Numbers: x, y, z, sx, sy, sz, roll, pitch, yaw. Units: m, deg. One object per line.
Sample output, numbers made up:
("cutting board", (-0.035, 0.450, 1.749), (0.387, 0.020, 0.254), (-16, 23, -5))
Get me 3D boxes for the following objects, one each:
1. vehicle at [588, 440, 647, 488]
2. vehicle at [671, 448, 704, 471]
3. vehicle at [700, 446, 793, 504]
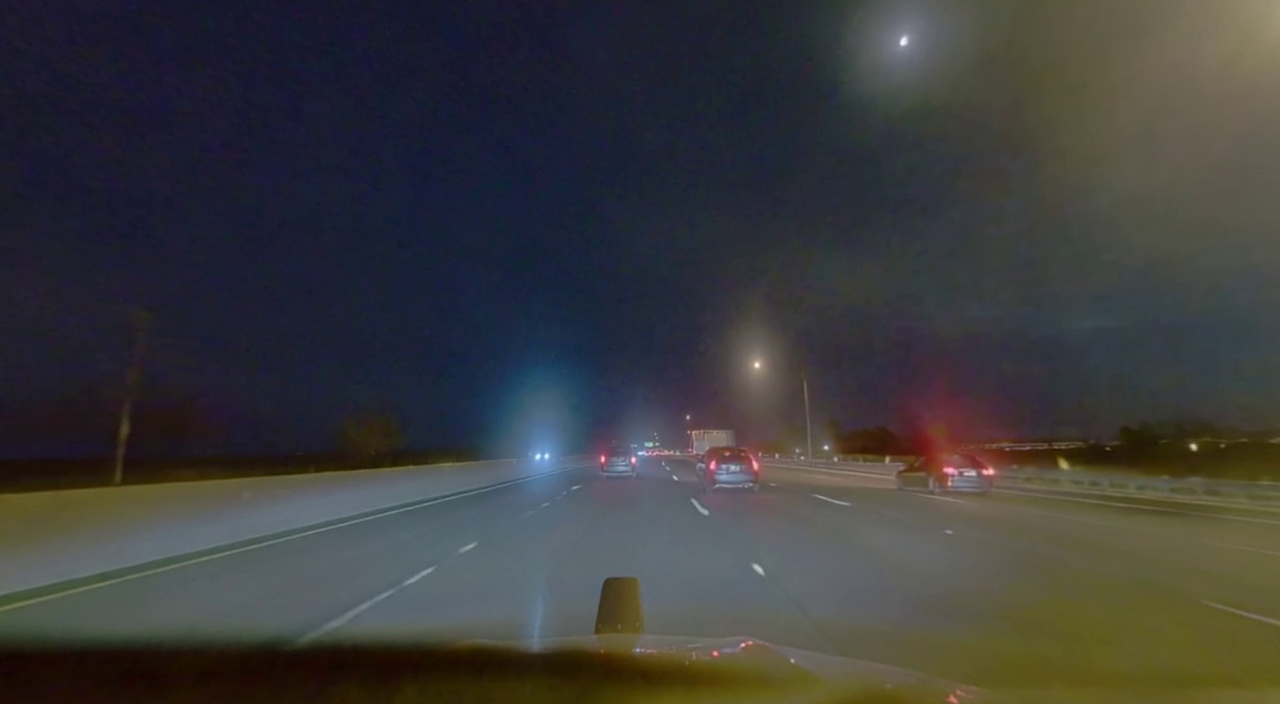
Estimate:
("vehicle", (-0.824, 4.417, 25.202), (2.142, 1.724, 4.344), (0, -9, 0))
("vehicle", (3.405, 7.816, 45.871), (2.047, 1.540, 4.294), (0, -9, 0))
("vehicle", (2.948, 3.501, 18.329), (2.004, 1.471, 4.032), (0, -9, 0))
